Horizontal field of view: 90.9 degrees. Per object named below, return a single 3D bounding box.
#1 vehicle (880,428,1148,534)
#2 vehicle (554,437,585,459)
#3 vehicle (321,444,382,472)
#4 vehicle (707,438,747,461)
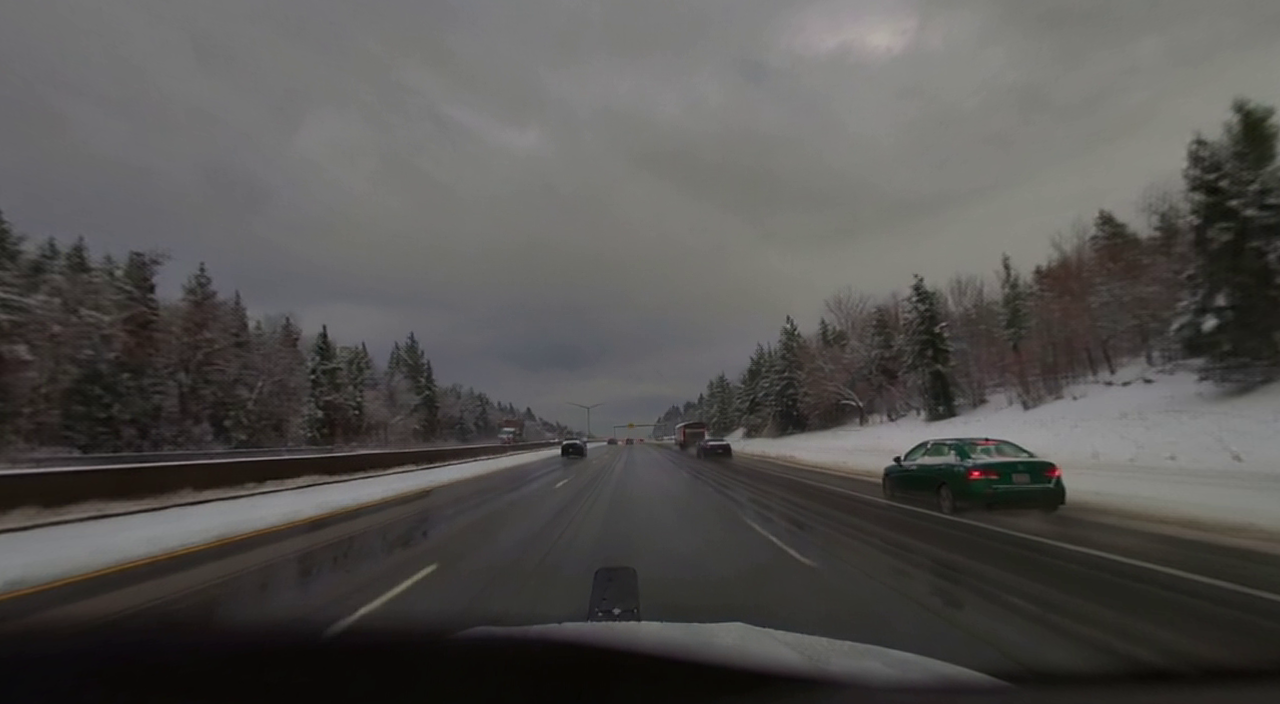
[{"bbox_3d":[6.142,2.124,11.122,2.028,1.488,4.236,0,-8,-2],"label":"vehicle"},{"bbox_3d":[-5.263,7.164,47.376,1.966,1.570,3.859,0,-8,-1],"label":"vehicle"},{"bbox_3d":[-16.204,5.939,35.538,1.729,1.424,3.547,0,-8,0],"label":"vehicle"},{"bbox_3d":[5.660,6.391,41.509,1.920,1.436,3.890,0,-8,-2],"label":"vehicle"}]
